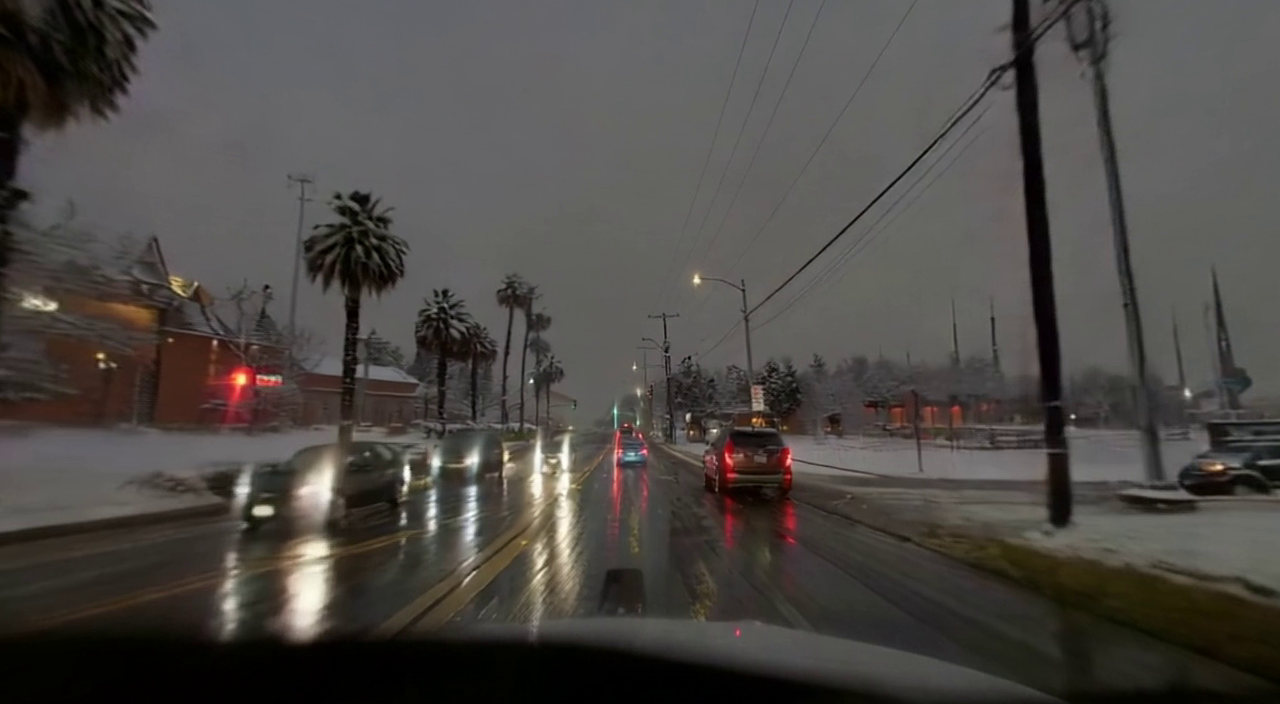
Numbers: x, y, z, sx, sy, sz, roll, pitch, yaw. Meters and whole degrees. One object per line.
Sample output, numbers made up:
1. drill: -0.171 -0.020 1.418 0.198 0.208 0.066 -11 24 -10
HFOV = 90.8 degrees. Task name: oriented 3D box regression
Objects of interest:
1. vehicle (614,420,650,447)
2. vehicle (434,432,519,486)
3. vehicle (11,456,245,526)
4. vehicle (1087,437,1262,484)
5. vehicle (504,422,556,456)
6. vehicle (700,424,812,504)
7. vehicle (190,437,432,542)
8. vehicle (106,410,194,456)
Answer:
1. vehicle: -0.582 5.312 40.926 2.196 1.655 3.939 0 -8 -3
2. vehicle: -6.248 4.144 24.802 2.138 1.858 4.788 0 -8 -1
3. vehicle: -12.095 3.275 15.449 2.019 1.345 4.444 0 -8 0
4. vehicle: 20.327 4.117 24.212 4.540 1.386 2.337 -4 -9 -1
5. vehicle: -6.385 5.172 37.294 2.295 1.837 4.680 0 -8 -1
6. vehicle: 2.939 2.952 17.036 1.995 1.858 4.333 0 -8 -3
7. vehicle: -5.798 2.449 12.021 2.168 1.572 4.635 0 -8 -1
8. vehicle: -21.635 3.561 27.873 3.716 1.517 1.826 3 -7 35
